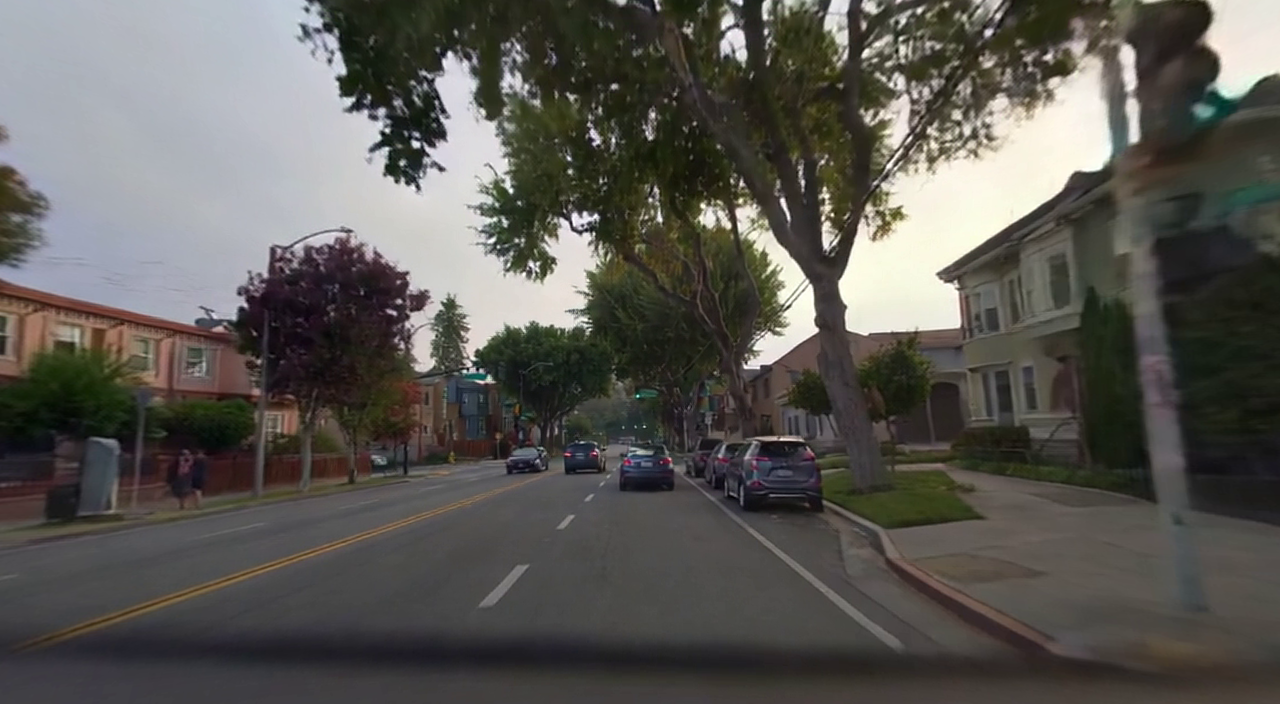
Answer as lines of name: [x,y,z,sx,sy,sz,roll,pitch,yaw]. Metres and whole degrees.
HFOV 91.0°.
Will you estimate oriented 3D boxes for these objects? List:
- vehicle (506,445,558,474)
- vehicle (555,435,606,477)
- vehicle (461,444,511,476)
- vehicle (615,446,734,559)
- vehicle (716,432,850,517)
vehicle: [-5.971,5.982,35.315,2.055,1.521,4.639,0,-9,1]
vehicle: [-2.750,4.931,30.032,1.983,1.841,4.013,0,-8,1]
vehicle: [-9.060,6.363,37.370,1.850,1.720,4.237,-1,-8,0]
vehicle: [0.383,2.151,9.611,1.485,1.385,3.283,1,-9,-2]
vehicle: [2.984,2.642,14.096,1.905,1.589,4.028,0,-8,-3]
